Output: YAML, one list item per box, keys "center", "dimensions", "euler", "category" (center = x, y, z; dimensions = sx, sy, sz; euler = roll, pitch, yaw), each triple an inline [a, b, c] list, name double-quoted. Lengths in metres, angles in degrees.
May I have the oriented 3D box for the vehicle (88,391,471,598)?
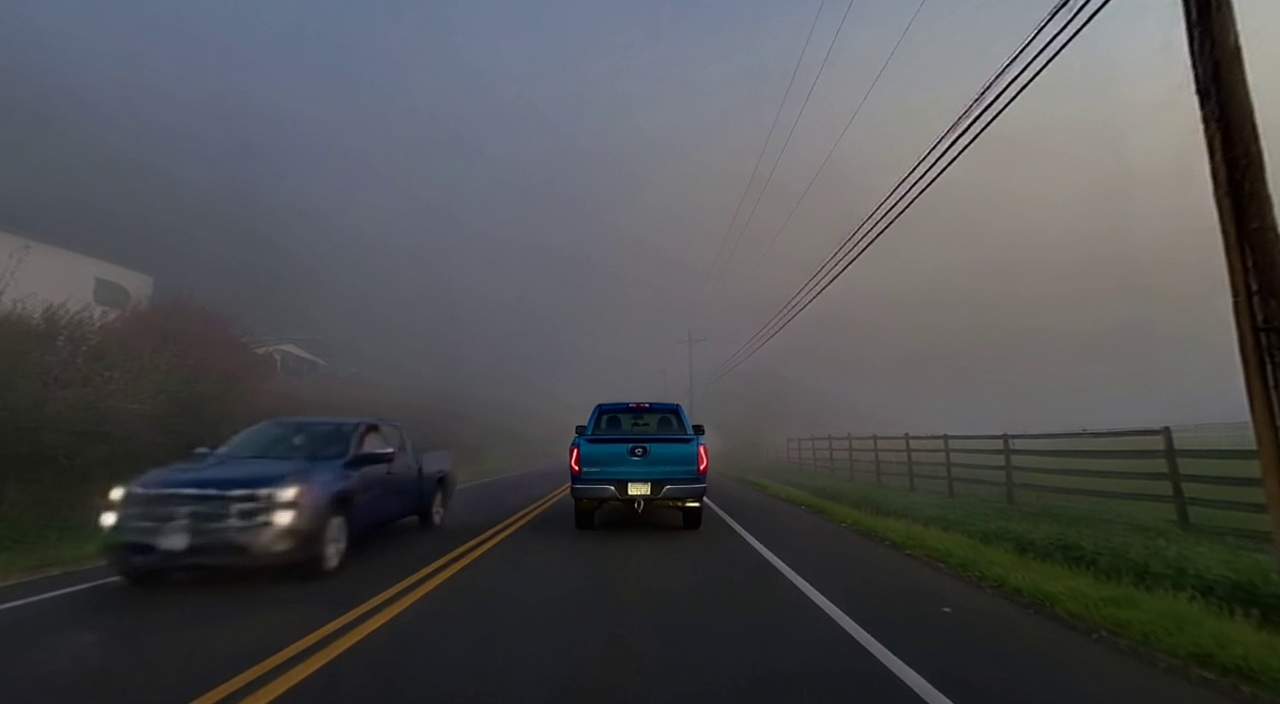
- center: [-3.851, 1.615, 8.047]
  dimensions: [2.072, 1.819, 4.707]
  euler: [0, -8, 0]
  category: "vehicle"

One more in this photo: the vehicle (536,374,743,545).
- center: [-0.070, 1.830, 11.281]
  dimensions: [2.693, 2.223, 5.885]
  euler: [0, -8, -1]
  category: "vehicle"
